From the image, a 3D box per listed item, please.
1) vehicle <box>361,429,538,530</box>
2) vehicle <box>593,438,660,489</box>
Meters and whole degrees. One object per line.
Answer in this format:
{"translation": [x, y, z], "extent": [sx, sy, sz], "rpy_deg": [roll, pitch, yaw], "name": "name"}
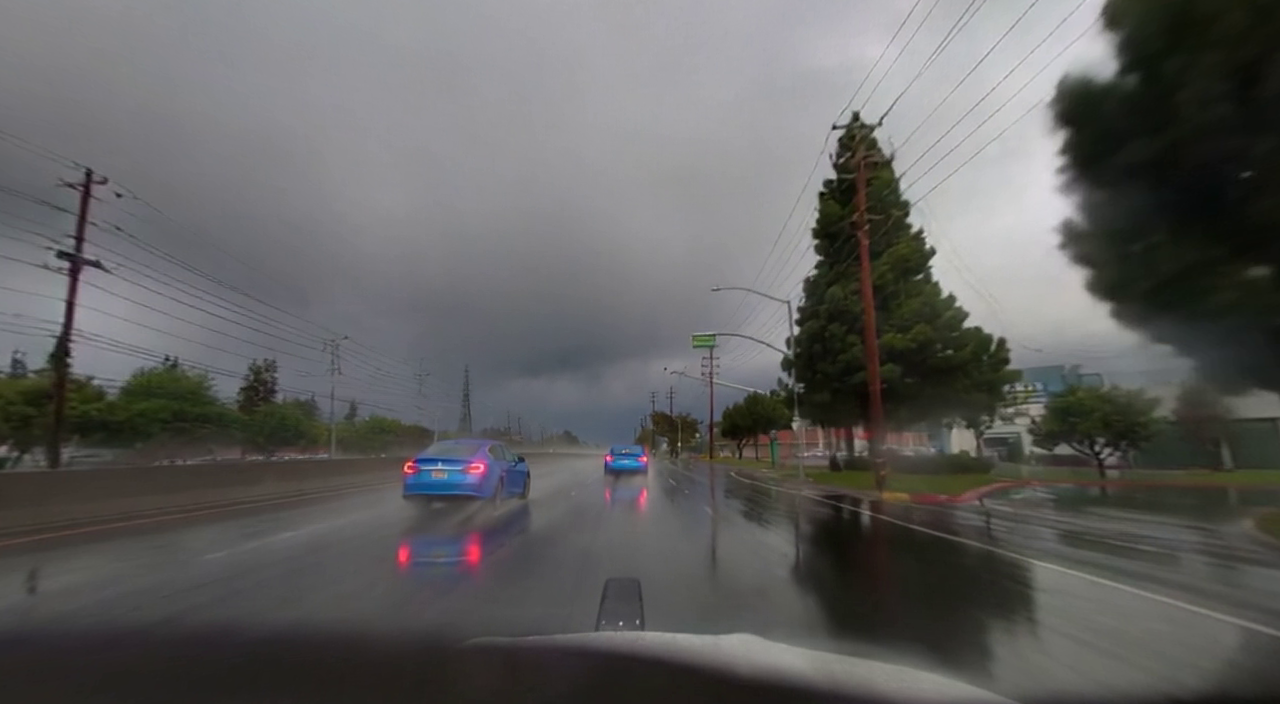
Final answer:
{"translation": [-3.457, 2.416, 12.617], "extent": [1.985, 1.607, 4.892], "rpy_deg": [0, -9, 0], "name": "vehicle"}
{"translation": [-0.445, 3.952, 22.744], "extent": [2.189, 1.652, 4.135], "rpy_deg": [0, -9, 0], "name": "vehicle"}
